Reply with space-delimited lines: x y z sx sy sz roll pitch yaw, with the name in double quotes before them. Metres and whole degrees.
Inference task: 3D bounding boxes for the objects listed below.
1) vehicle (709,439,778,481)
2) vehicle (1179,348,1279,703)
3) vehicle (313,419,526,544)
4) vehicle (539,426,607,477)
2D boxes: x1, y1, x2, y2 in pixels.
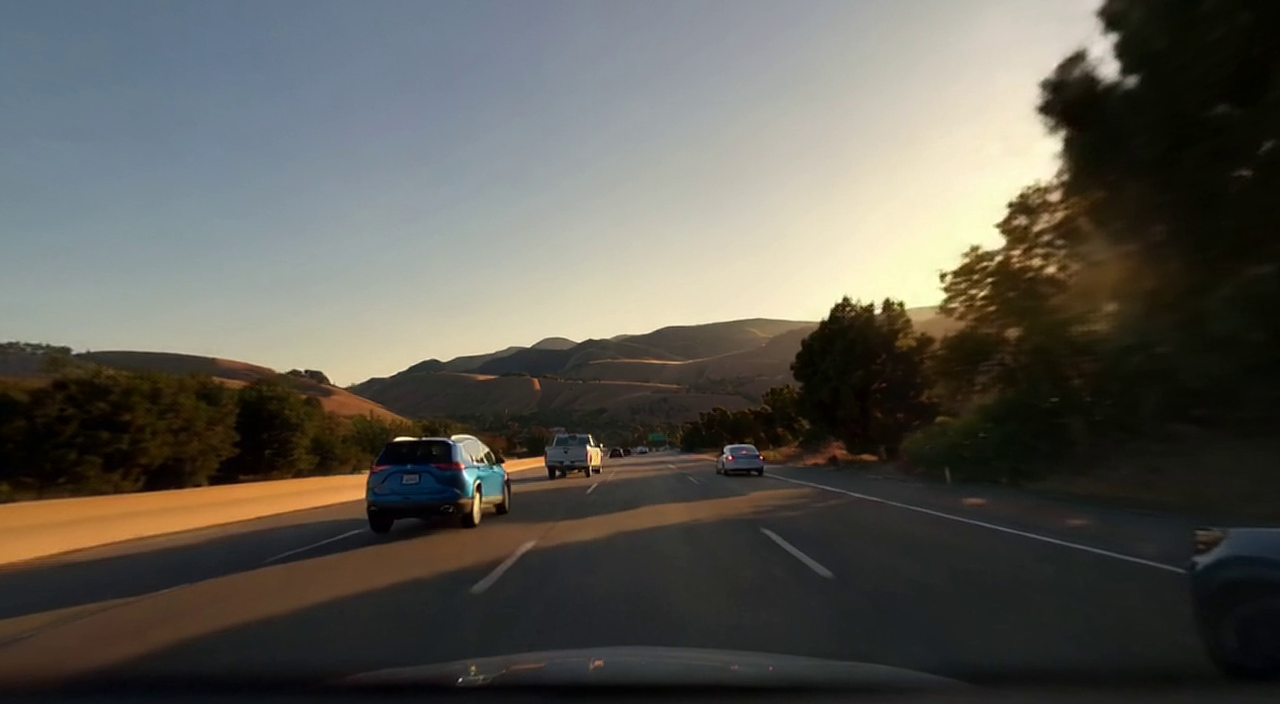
"vehicle" 4.192 4.429 26.240 2.071 1.570 4.637 0 -8 0
"vehicle" 3.992 0.575 1.075 2.066 1.696 4.604 0 -8 1
"vehicle" -3.450 2.103 10.905 2.080 1.716 4.207 0 -8 1
"vehicle" -3.005 4.635 29.666 2.494 2.136 5.539 0 -8 1
